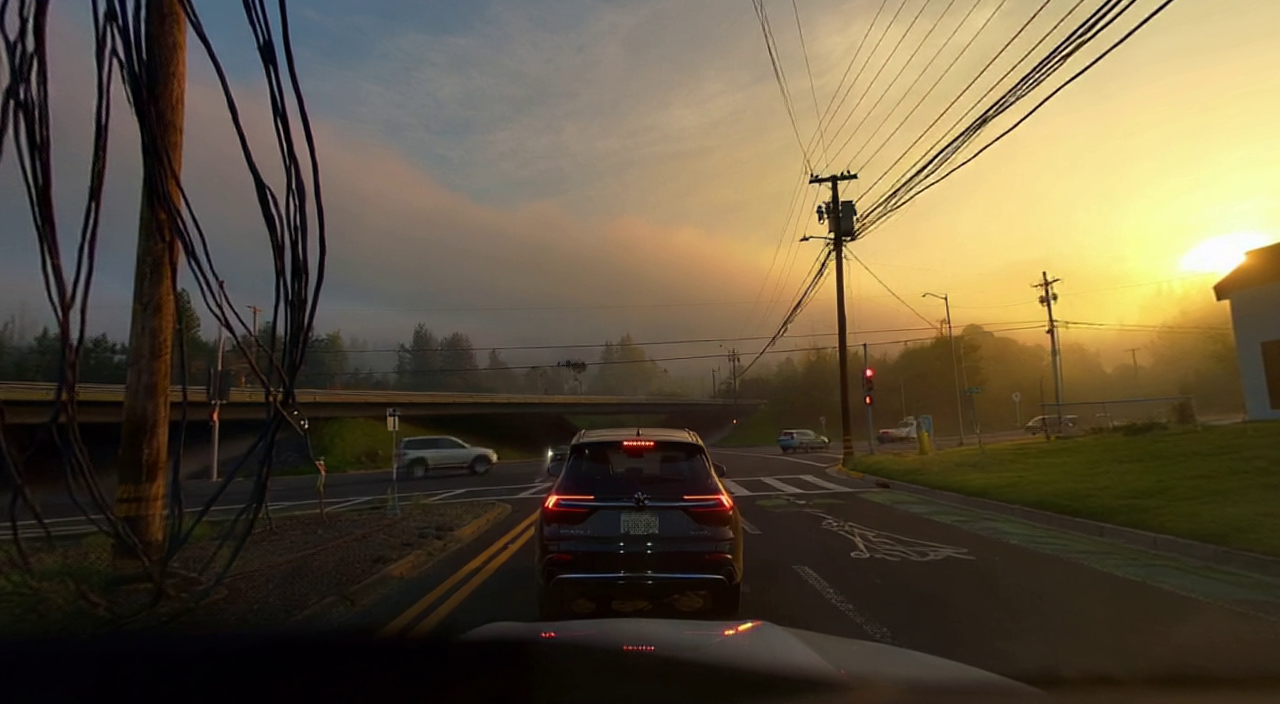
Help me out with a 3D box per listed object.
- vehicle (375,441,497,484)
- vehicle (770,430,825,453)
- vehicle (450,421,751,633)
[{"bbox_3d":[-8.446,4.556,26.402,1.901,1.637,4.435,-9,-12,44],"label":"vehicle"},{"bbox_3d":[12.051,6.859,48.041,1.986,1.667,4.748,-8,-12,43],"label":"vehicle"},{"bbox_3d":[-0.240,1.526,6.470,2.090,1.458,4.033,-1,-9,1],"label":"vehicle"}]
